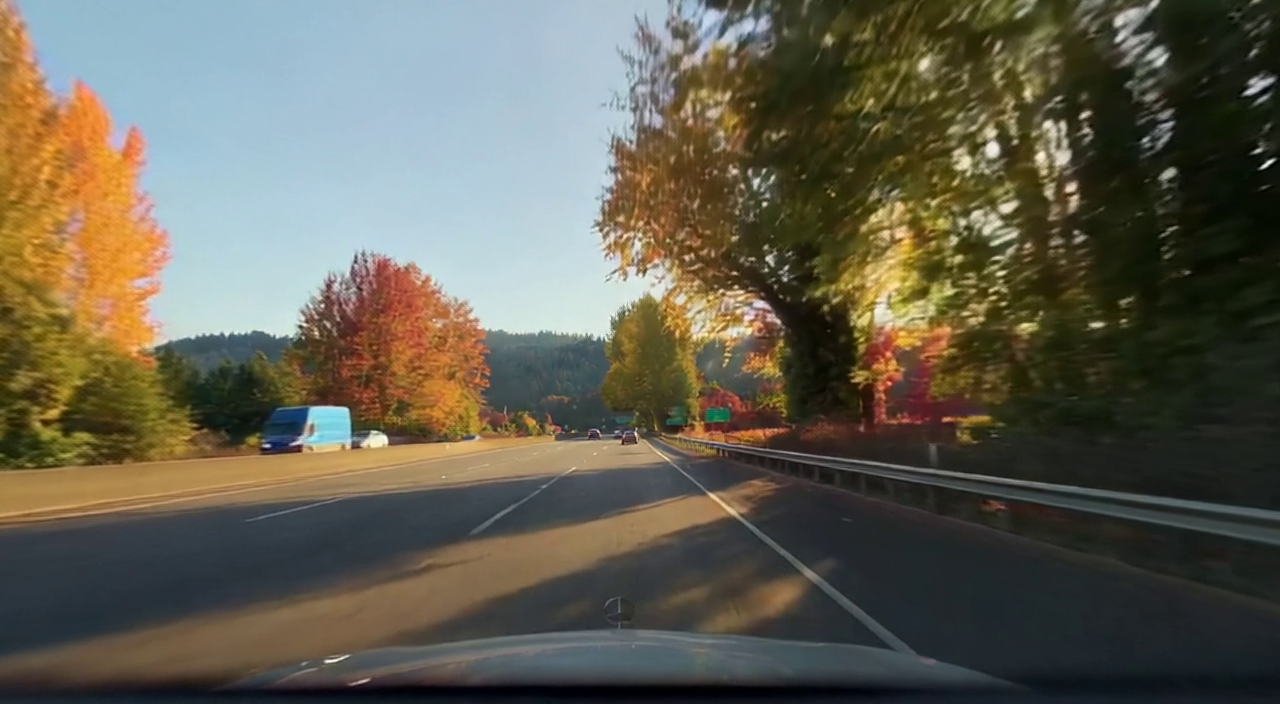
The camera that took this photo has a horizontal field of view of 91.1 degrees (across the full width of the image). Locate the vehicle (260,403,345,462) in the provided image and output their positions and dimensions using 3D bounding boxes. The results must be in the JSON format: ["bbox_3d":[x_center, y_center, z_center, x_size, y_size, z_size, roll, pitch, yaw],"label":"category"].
[{"bbox_3d":[-25.429,6.158,47.791,3.053,4.137,6.199,0,-8,-2],"label":"vehicle"}]
